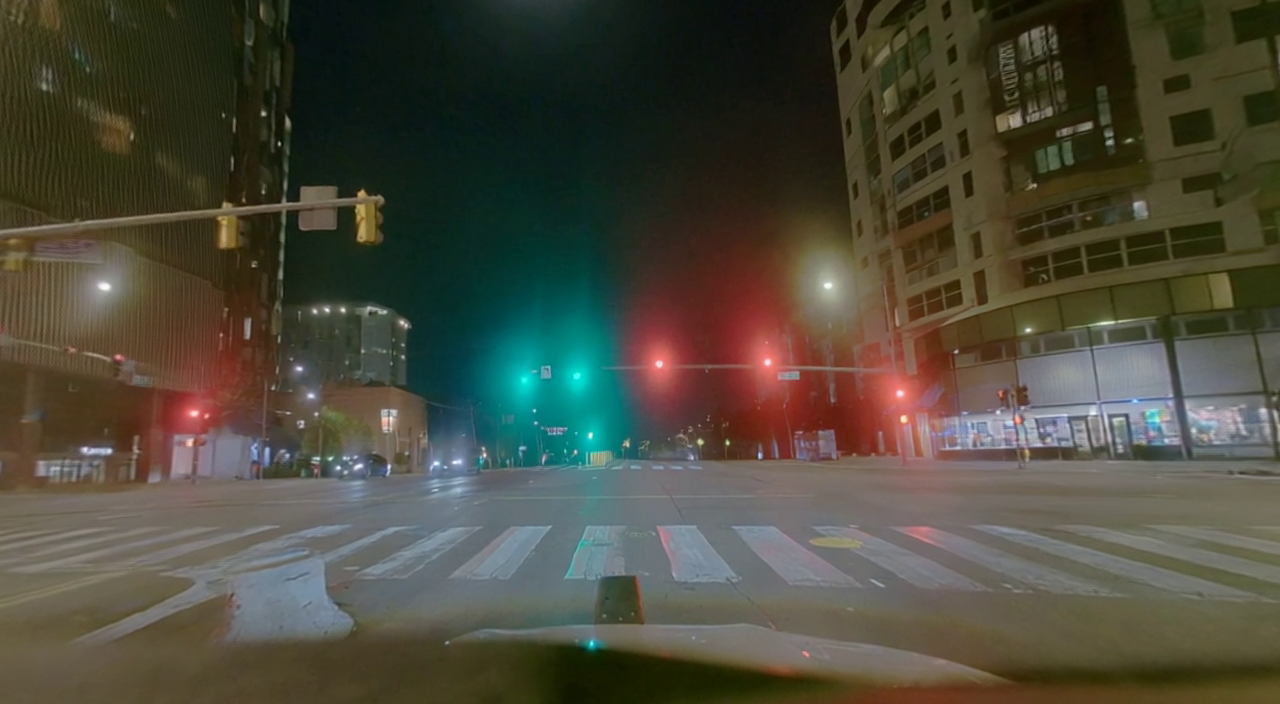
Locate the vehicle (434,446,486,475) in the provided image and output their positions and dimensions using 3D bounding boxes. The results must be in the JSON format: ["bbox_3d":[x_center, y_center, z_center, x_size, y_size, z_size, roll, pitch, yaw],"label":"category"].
[{"bbox_3d":[-12.204,7.392,43.235,2.151,1.847,4.634,0,-9,1],"label":"vehicle"}]

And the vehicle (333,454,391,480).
[{"bbox_3d":[-18.846,7.787,43.058,1.933,1.664,4.255,0,-9,1],"label":"vehicle"}]
